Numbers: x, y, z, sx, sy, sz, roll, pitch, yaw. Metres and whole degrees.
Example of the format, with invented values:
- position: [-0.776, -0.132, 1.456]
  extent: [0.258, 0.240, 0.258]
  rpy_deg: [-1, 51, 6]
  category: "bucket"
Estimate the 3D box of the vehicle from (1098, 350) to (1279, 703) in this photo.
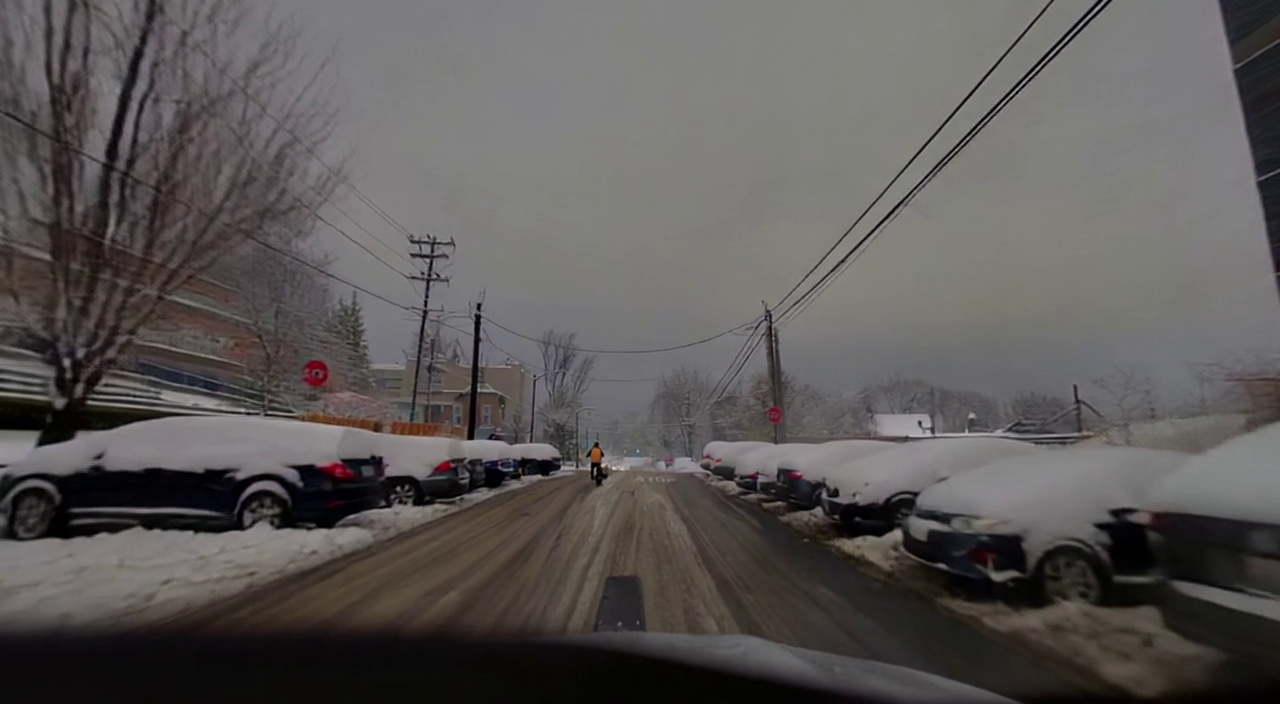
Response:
- position: [4.856, 0.866, 2.545]
  extent: [4.402, 1.770, 1.933]
  rpy_deg: [0, -8, 2]
  category: "vehicle"

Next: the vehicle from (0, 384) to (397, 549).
- position: [-6.507, 1.724, 9.508]
  extent: [4.727, 1.976, 1.970]
  rpy_deg: [3, -12, 1]
  category: "vehicle"

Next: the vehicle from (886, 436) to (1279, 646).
- position: [4.803, 1.443, 5.357]
  extent: [4.659, 1.421, 1.771]
  rpy_deg: [0, -8, -1]
  category: "vehicle"
